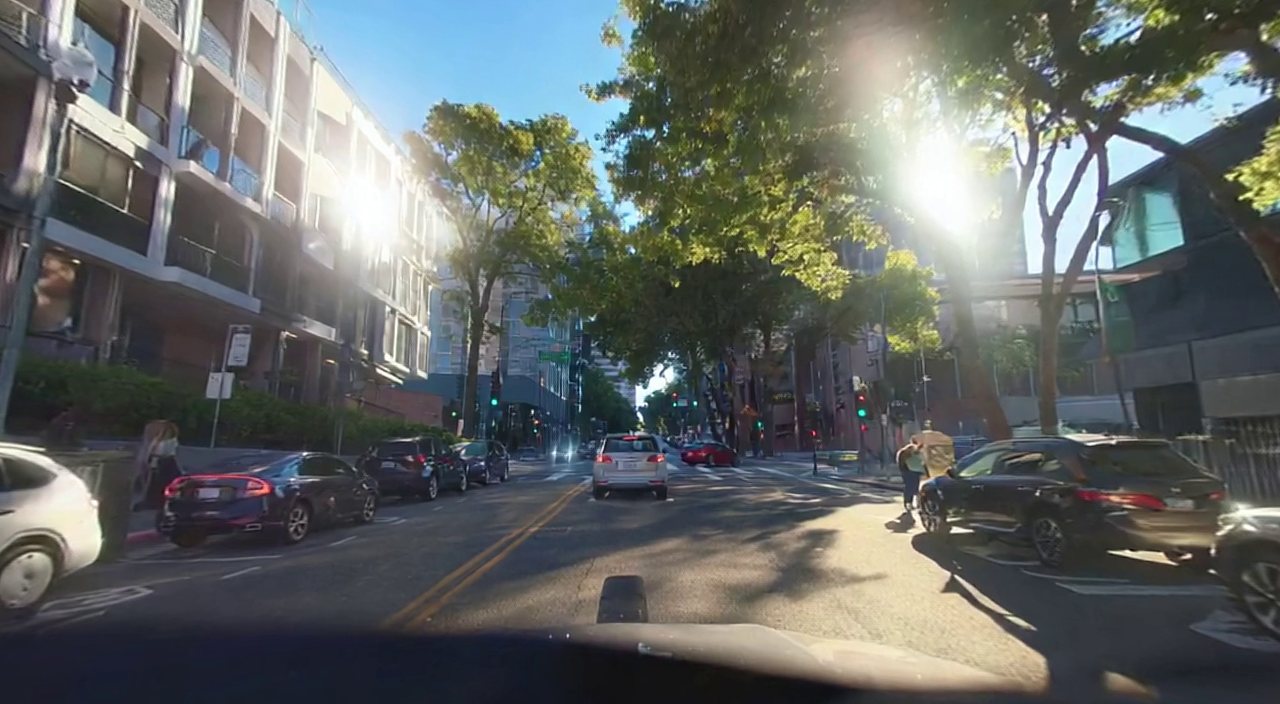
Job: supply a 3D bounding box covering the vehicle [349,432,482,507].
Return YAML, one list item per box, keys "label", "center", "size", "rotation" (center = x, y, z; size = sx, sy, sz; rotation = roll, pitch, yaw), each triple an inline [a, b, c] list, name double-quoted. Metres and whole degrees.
- label: "vehicle"
  center: [-5.727, 3.049, 16.846]
  size: [1.904, 1.684, 4.529]
  rotation: [0, -9, 0]

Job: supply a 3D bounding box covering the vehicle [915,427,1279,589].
- label: "vehicle"
  center: [5.996, 2.003, 9.048]
  size: [2.004, 1.699, 4.525]
  rotation: [0, -9, -1]

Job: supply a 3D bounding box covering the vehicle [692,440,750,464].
- label: "vehicle"
  center: [5.547, 6.736, 42.752]
  size: [1.824, 1.555, 4.638]
  rotation: [-7, -11, 36]

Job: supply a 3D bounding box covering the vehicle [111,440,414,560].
- label: "vehicle"
  center: [-5.575, 2.190, 10.190]
  size: [1.841, 1.466, 4.364]
  rotation: [-1, -9, 7]

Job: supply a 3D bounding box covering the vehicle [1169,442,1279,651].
- label: "vehicle"
  center: [5.607, 1.180, 3.054]
  size: [1.999, 1.498, 4.780]
  rotation: [0, -9, 1]

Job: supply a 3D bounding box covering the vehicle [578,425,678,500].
- label: "vehicle"
  center: [-0.241, 2.821, 16.425]
  size: [2.258, 1.687, 3.934]
  rotation: [0, -9, 1]

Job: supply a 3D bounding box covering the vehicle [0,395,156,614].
- label: "vehicle"
  center: [-6.141, 1.094, 4.137]
  size: [1.947, 1.748, 4.988]
  rotation: [0, -8, 0]
